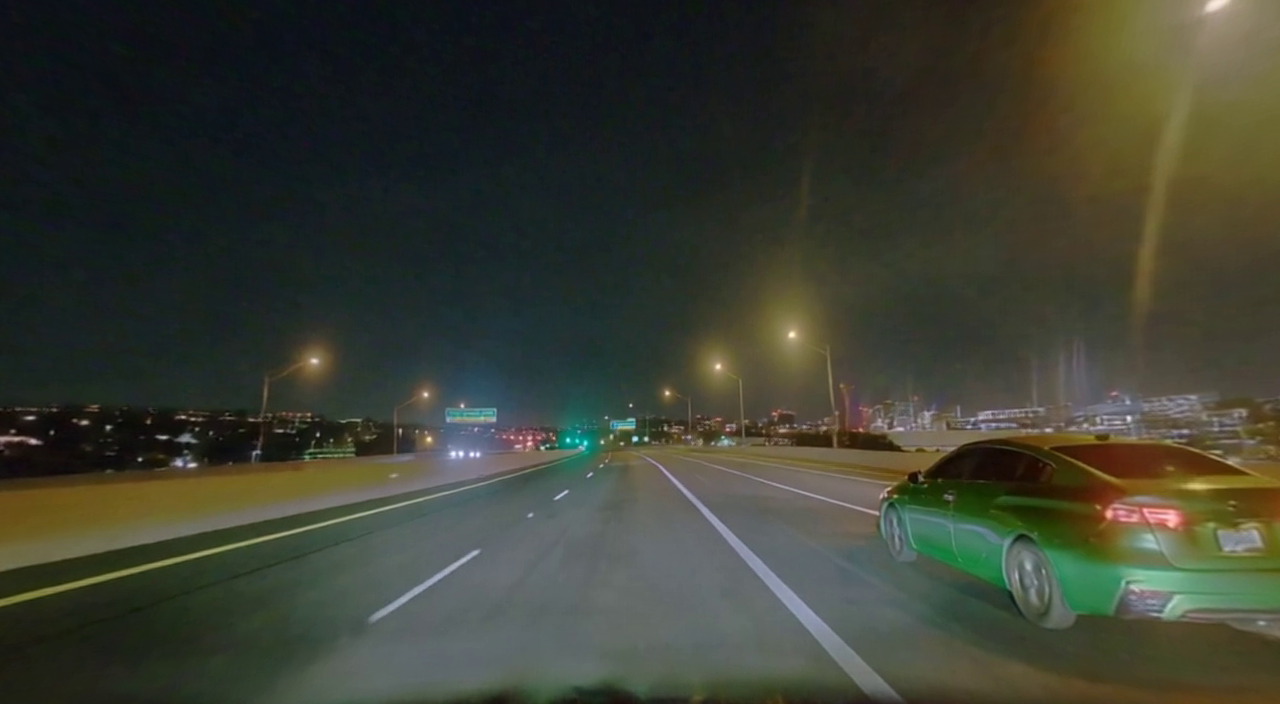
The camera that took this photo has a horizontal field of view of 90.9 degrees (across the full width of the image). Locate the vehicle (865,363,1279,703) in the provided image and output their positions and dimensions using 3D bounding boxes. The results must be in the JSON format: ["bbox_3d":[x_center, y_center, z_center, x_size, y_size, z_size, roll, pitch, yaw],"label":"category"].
[{"bbox_3d":[3.411,1.115,4.202,2.104,1.575,4.698,0,-8,0],"label":"vehicle"}]
